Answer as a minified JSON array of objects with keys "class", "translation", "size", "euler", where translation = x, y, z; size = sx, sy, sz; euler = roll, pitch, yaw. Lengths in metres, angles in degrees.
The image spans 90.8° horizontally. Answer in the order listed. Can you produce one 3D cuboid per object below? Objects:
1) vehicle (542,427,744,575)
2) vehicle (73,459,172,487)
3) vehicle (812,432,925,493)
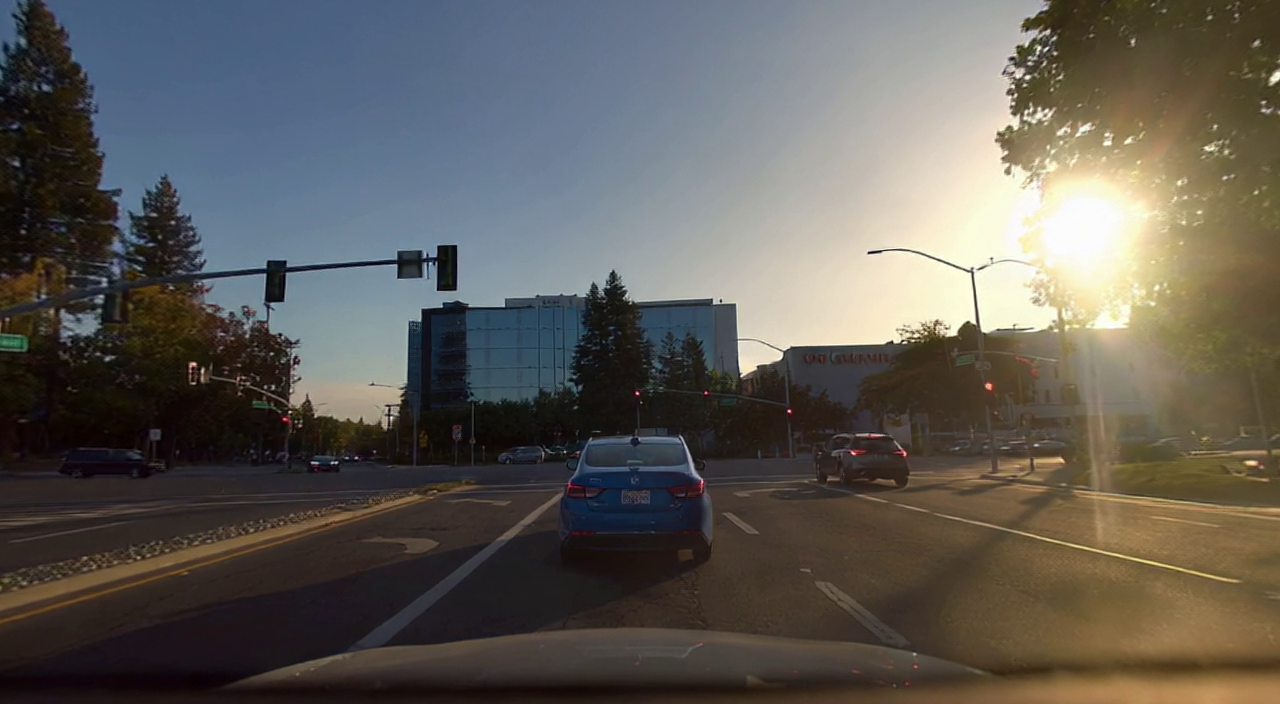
[{"class":"vehicle","translation":[-0.021,1.835,8.638],"size":[2.070,1.488,4.206],"euler":[0,-8,-2]},{"class":"vehicle","translation":[-32.391,7.551,39.649],"size":[4.401,1.625,1.863],"euler":[0,-8,-4]},{"class":"vehicle","translation":[7.055,3.444,20.060],"size":[2.039,1.692,4.319],"euler":[0,-8,1]}]
